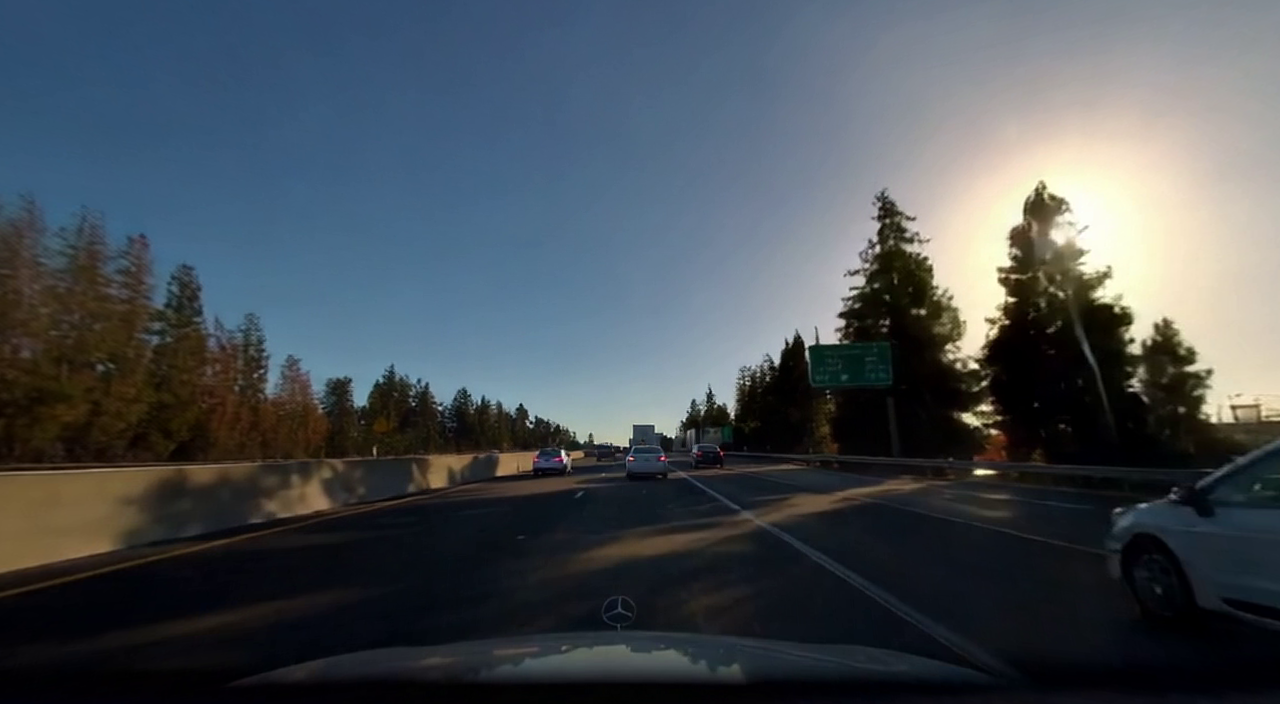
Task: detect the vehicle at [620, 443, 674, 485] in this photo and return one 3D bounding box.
[{"bbox_3d":[0.266,4.556,25.750,2.015,1.526,4.286,0,-9,0],"label":"vehicle"}]

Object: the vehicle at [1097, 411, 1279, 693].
[{"bbox_3d":[4.493,0.946,2.566,2.059,1.506,4.106,0,-9,-1],"label":"vehicle"}]

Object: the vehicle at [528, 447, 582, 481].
[{"bbox_3d":[-4.047,5.423,30.591,1.967,1.473,4.439,0,-9,0],"label":"vehicle"}]

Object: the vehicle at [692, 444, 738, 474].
[{"bbox_3d":[4.211,6.105,35.930,2.018,1.639,4.149,0,-9,-1],"label":"vehicle"}]
